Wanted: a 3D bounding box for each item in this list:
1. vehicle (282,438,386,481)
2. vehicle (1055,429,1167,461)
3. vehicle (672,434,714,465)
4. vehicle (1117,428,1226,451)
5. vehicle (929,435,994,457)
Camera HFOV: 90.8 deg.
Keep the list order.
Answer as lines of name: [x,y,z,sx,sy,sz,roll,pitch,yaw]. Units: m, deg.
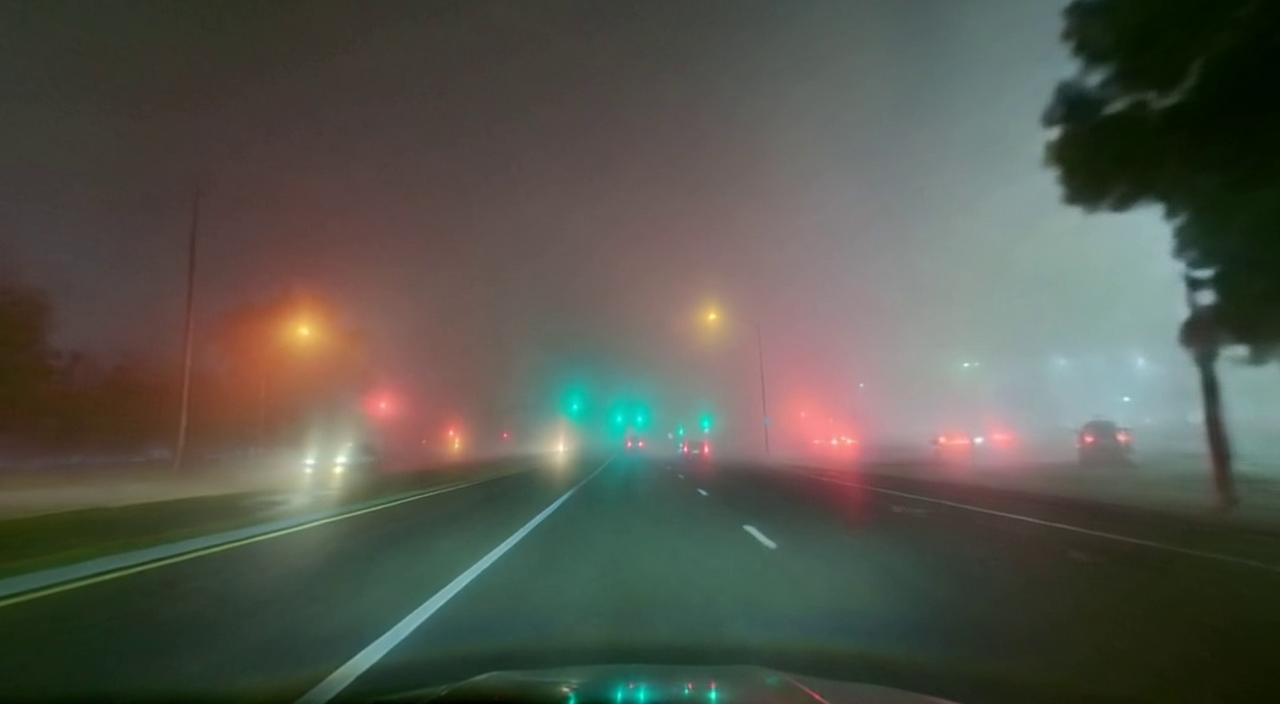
vehicle: [-12.773,4.470,26.753,1.975,1.638,4.706,0,-8,1]
vehicle: [22.970,4.543,30.940,3.845,1.471,2.043,0,-8,0]
vehicle: [3.198,5.999,39.081,2.069,1.761,4.610,0,-8,-1]
vehicle: [34.512,5.688,41.104,4.993,1.444,2.237,-1,-8,2]
vehicle: [23.169,6.789,45.628,3.661,1.417,1.783,-1,-8,-1]
